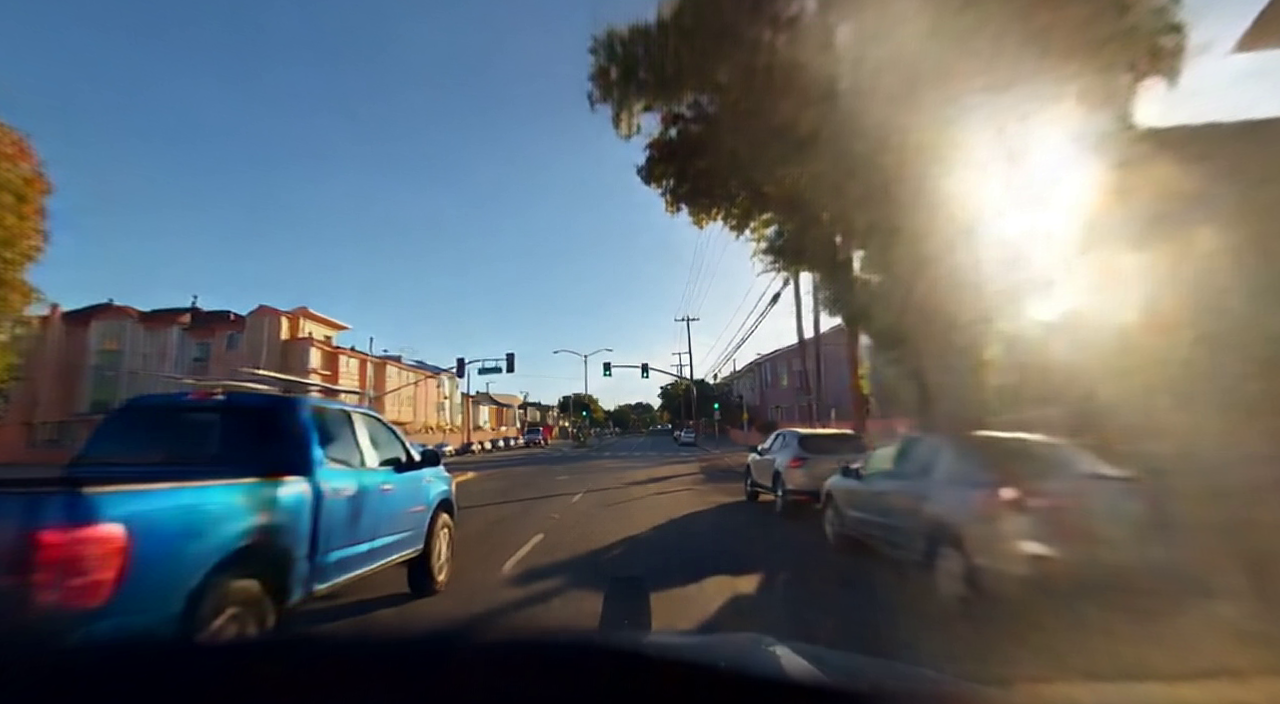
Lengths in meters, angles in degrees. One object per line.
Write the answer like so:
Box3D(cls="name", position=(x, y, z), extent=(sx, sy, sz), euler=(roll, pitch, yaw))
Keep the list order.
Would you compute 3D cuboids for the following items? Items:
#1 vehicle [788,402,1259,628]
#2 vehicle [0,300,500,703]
Box3D(cls="vehicle", position=(3.104, 1.411, 6.466), extent=(2.012, 1.491, 4.333), euler=(0, -8, -1))
Box3D(cls="vehicle", position=(-2.925, 1.115, 5.151), extent=(2.242, 1.890, 5.306), euler=(-1, -8, 1))
